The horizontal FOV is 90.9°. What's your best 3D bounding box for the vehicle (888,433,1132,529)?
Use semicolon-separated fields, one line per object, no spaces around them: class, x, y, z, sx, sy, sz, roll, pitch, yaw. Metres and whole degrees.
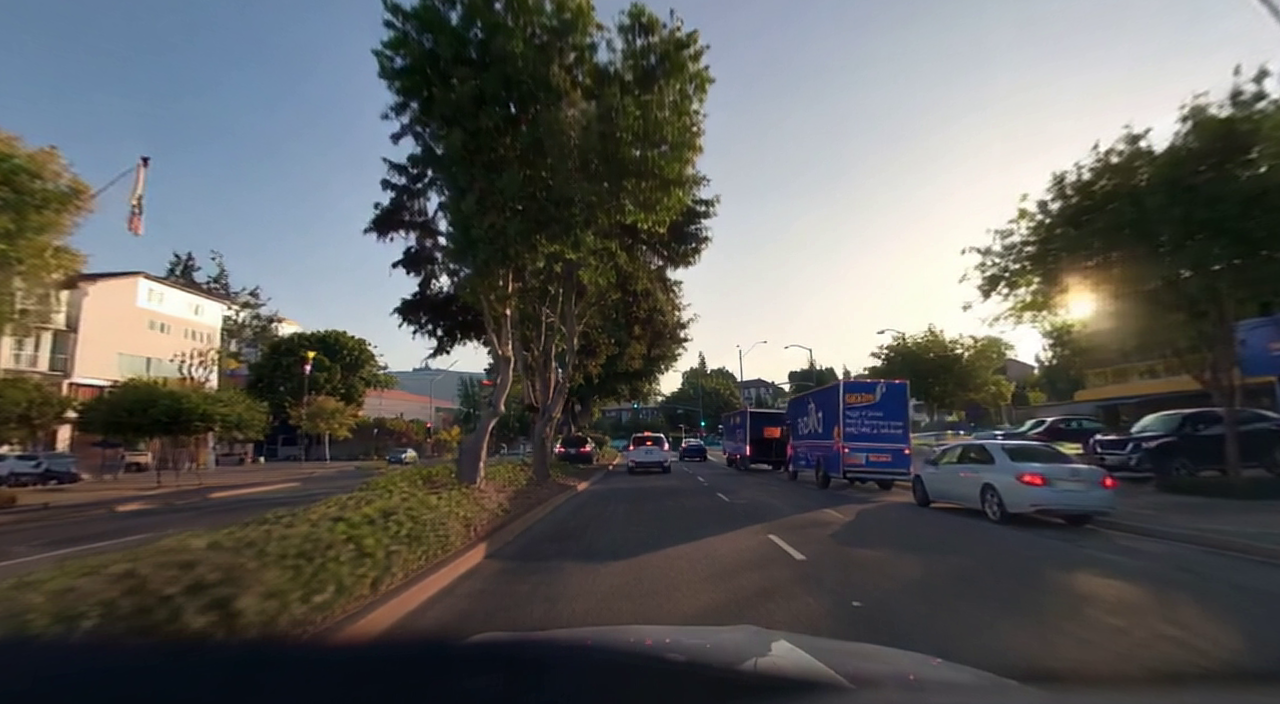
vehicle;6.702;2.359;12.192;1.980;1.473;4.537;-1;-8;1

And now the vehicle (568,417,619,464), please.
vehicle;-2.950;5.866;41.721;2.715;2.791;7.171;-1;-8;1

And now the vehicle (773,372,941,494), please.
vehicle;6.858;2.813;21.521;2.891;3.361;7.843;-1;-8;0

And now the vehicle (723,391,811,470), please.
vehicle;7.005;4.662;36.593;2.816;3.804;10.315;-2;-9;0

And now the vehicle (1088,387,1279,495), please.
vehicle;13.750;2.200;15.699;5.354;2.214;2.504;6;-10;-36

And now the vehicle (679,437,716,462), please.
vehicle;3.737;6.458;41.775;2.075;1.540;4.411;-1;-8;1

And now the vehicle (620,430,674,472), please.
vehicle;0.344;4.396;28.216;2.209;1.718;4.008;-1;-8;1

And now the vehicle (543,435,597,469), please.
vehicle;-3.314;4.844;30.641;2.008;1.500;4.369;-1;-8;1

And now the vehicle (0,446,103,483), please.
vehicle;-29.268;5.330;30.100;1.971;1.578;5.304;-2;-8;12
